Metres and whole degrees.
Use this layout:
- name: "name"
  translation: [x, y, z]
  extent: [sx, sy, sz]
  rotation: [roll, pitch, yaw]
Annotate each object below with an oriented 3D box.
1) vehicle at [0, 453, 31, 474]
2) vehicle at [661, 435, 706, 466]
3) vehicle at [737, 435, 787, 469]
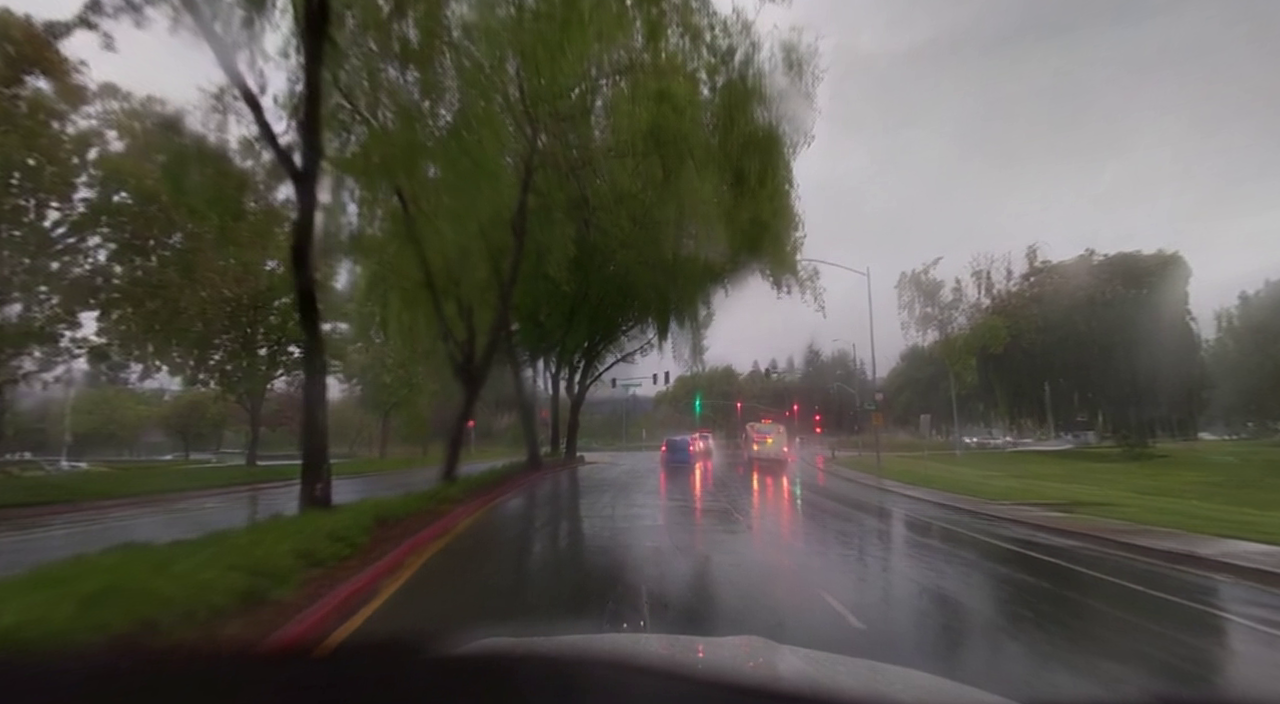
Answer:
- name: "vehicle"
  translation: [-49.925, 8.705, 49.387]
  extent: [3.757, 1.518, 1.854]
  rotation: [-4, -10, 27]
- name: "vehicle"
  translation: [2.336, 5.129, 32.824]
  extent: [2.066, 1.482, 4.273]
  rotation: [-1, -9, 7]
- name: "vehicle"
  translation: [5.743, 4.761, 30.174]
  extent: [1.989, 1.497, 4.436]
  rotation: [-1, -9, 6]
